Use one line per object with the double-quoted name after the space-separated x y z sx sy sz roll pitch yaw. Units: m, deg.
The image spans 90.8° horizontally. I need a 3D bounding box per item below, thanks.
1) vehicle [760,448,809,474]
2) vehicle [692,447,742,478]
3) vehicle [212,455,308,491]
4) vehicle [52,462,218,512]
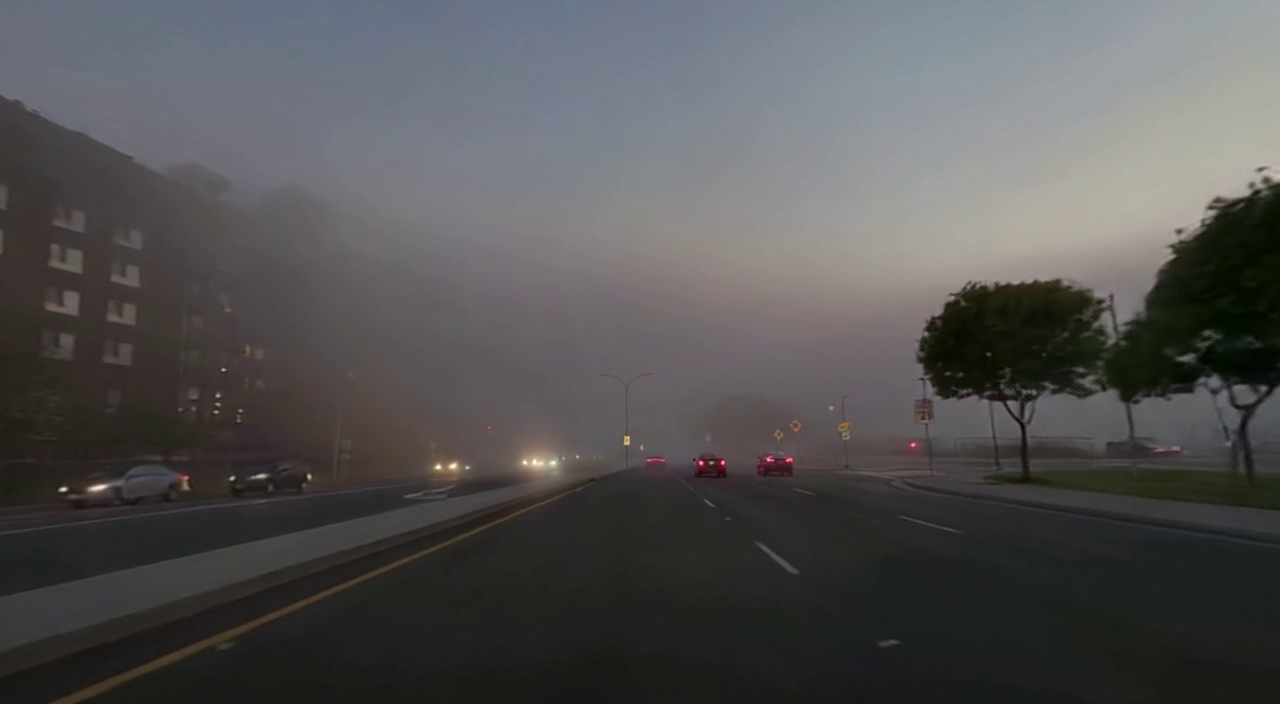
8.613 6.499 37.973 1.932 1.439 4.159 0 -9 0 "vehicle"
3.962 5.770 33.196 2.020 1.479 4.650 0 -9 0 "vehicle"
-21.354 6.779 35.823 2.141 1.809 5.002 -1 -9 3 "vehicle"
-17.396 4.642 22.146 1.804 1.421 4.659 -1 -9 3 "vehicle"
